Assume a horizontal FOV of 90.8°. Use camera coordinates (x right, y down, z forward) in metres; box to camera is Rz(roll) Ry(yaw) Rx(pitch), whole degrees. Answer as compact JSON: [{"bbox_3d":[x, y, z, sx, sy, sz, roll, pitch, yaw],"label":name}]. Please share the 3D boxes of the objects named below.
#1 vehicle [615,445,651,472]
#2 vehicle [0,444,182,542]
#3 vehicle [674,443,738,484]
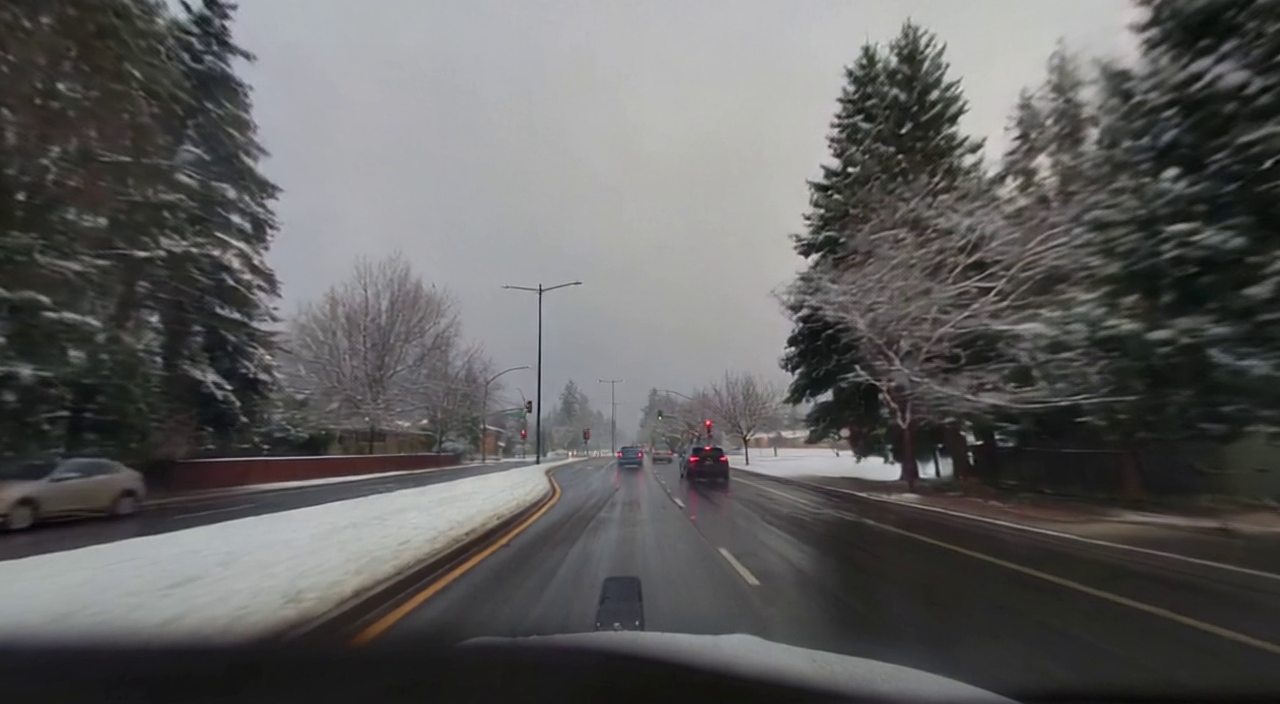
[{"bbox_3d":[-0.432,6.256,37.369,2.018,1.511,3.993,0,-8,-1],"label":"vehicle"},{"bbox_3d":[-12.297,2.794,13.233,1.993,1.708,4.623,0,-8,-1],"label":"vehicle"},{"bbox_3d":[2.561,4.471,25.602,2.057,1.496,4.401,0,-9,-1],"label":"vehicle"}]
